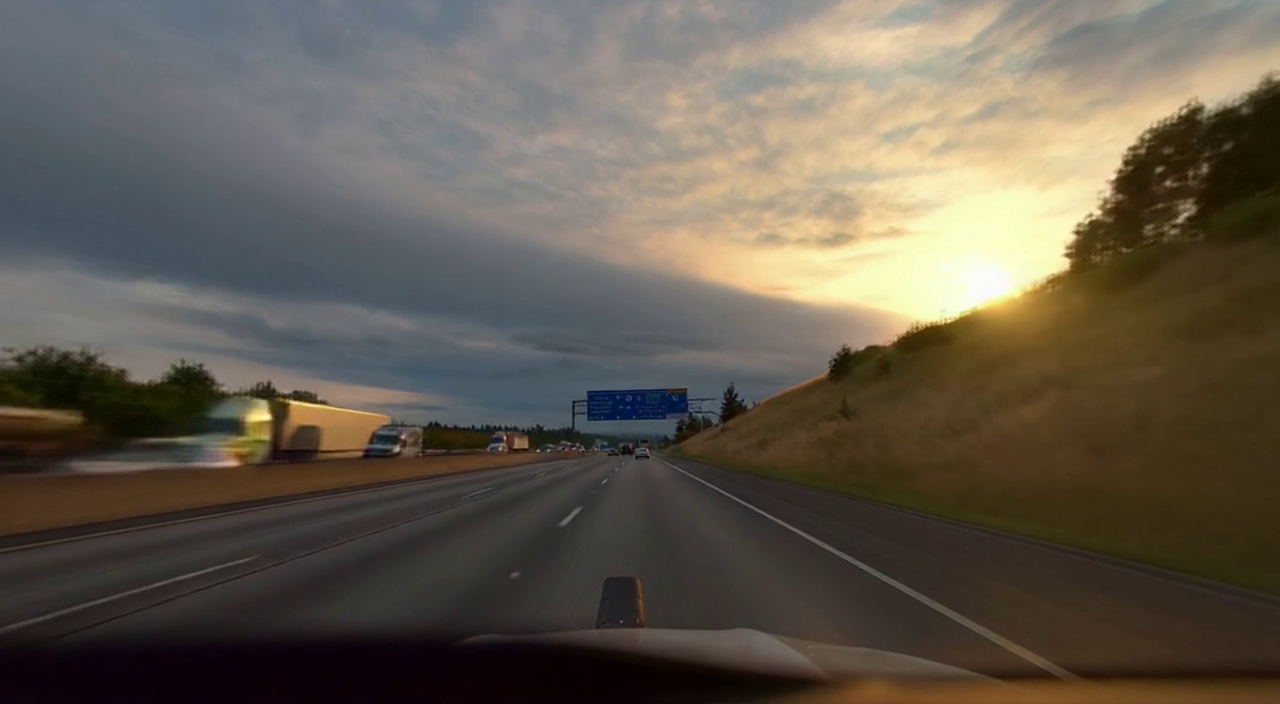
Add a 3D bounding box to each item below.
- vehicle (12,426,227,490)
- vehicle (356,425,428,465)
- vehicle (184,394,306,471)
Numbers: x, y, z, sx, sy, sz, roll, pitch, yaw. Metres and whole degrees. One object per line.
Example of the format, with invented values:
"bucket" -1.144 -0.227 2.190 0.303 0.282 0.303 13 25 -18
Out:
"vehicle" -14.590 3.021 18.188 2.066 1.592 4.822 0 -9 0
"vehicle" -18.260 6.914 46.921 2.450 2.732 6.851 0 -9 0
"vehicle" -22.499 4.707 36.408 2.986 4.073 5.945 0 -9 0
